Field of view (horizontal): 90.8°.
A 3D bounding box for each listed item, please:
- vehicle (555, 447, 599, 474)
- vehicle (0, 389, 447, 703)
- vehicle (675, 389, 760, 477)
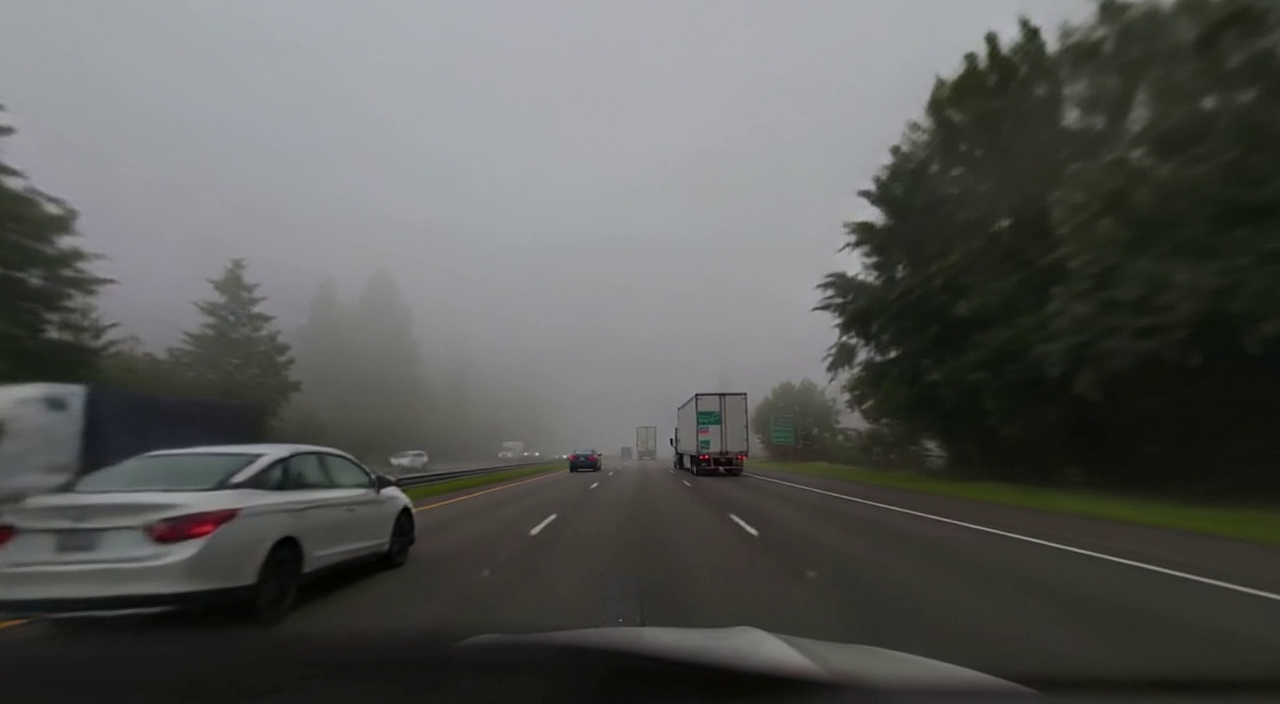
[{"bbox_3d":[-3.609,6.331,36.922,2.121,1.445,4.651,0,-9,0],"label":"vehicle"},{"bbox_3d":[-3.276,1.279,4.641,2.104,1.526,4.940,0,-9,1],"label":"vehicle"},{"bbox_3d":[4.018,4.920,36.695,2.974,4.083,14.389,0,-9,0],"label":"vehicle"}]
